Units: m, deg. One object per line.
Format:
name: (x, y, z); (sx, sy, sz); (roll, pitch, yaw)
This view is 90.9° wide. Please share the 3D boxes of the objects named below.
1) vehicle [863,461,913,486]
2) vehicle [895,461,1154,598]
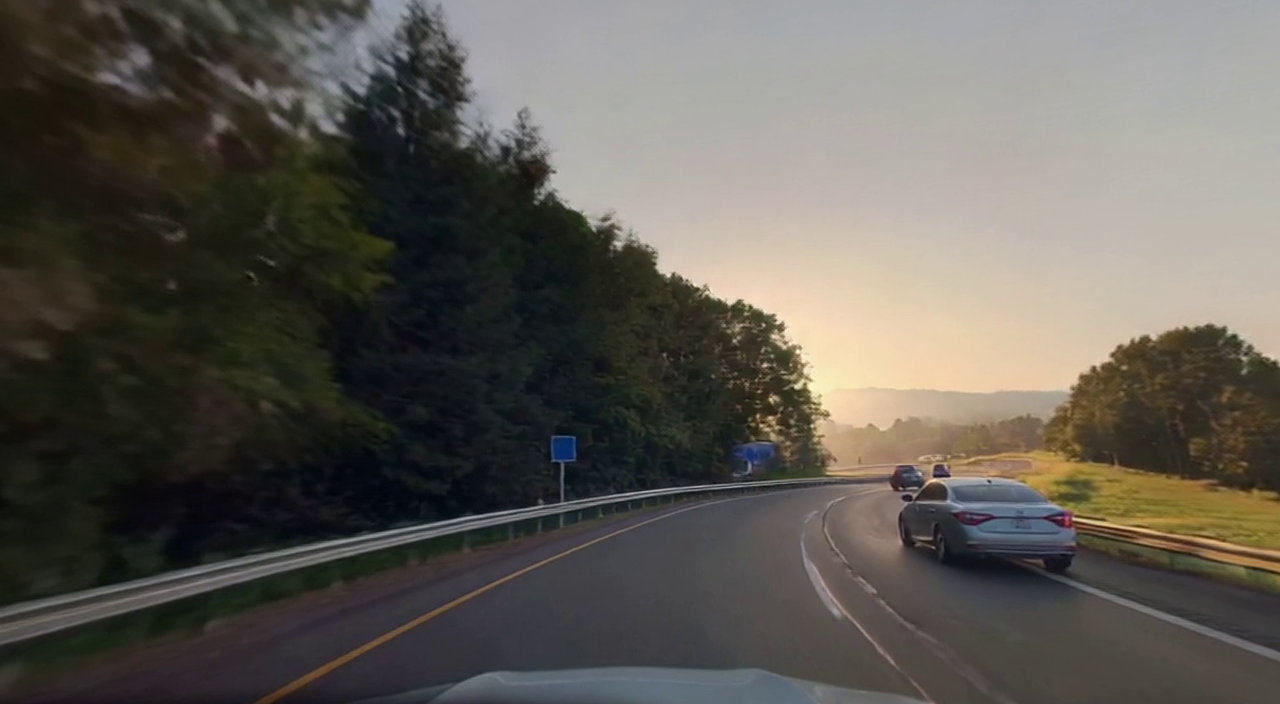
vehicle: (16.402, 8.009, 41.564); (1.992, 1.503, 3.793); (-7, -13, 37)
vehicle: (5.570, 2.565, 9.901); (2.023, 1.593, 4.105); (-1, -11, 10)
